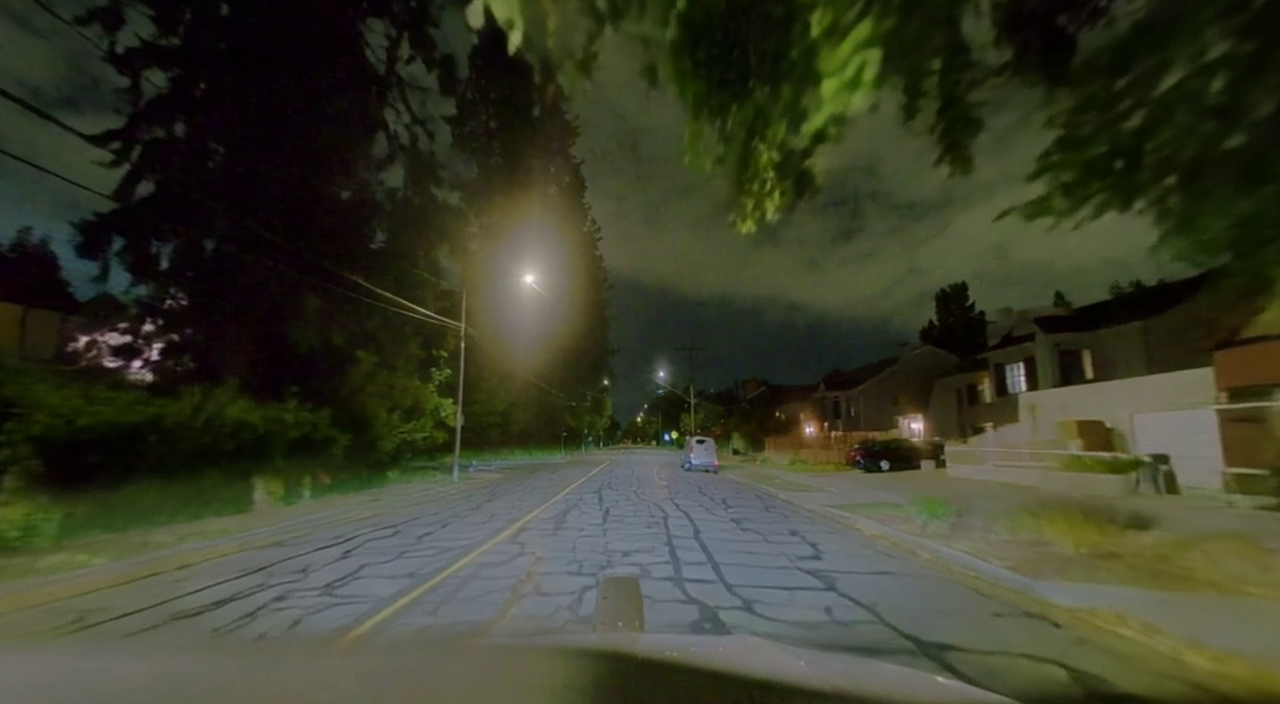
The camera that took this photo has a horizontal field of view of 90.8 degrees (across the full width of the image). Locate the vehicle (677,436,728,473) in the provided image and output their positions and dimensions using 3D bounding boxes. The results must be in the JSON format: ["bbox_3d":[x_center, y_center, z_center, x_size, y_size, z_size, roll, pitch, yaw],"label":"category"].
[{"bbox_3d":[3.058,5.107,31.660,2.086,1.726,4.384,0,-9,0],"label":"vehicle"}]
